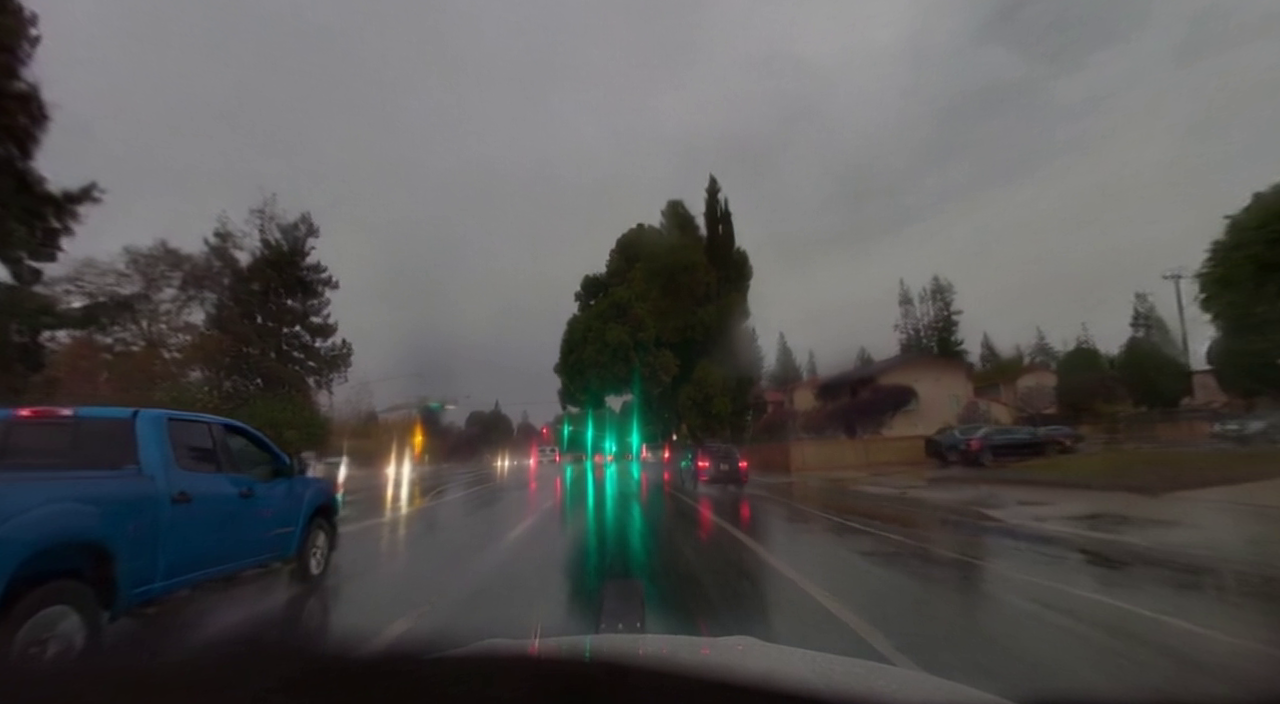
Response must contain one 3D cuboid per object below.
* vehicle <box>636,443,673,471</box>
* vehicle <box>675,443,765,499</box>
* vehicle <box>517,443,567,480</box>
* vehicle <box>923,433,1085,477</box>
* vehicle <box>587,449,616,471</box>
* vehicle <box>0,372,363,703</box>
[{"bbox_3d":[0.982,7.359,44.586,2.099,1.845,4.363,0,-9,-5],"label":"vehicle"},{"bbox_3d":[2.260,3.505,18.997,1.884,1.463,4.195,0,-9,-4],"label":"vehicle"},{"bbox_3d":[-5.266,5.906,34.466,2.218,1.829,4.492,0,-9,-3],"label":"vehicle"},{"bbox_3d":[13.088,3.727,22.941,4.597,1.439,2.062,0,-9,-2],"label":"vehicle"},{"bbox_3d":[-2.899,7.884,46.318,2.030,1.477,4.330,0,-9,-5],"label":"vehicle"},{"bbox_3d":[-4.121,1.197,4.383,2.111,1.745,5.274,0,-9,-1],"label":"vehicle"}]
